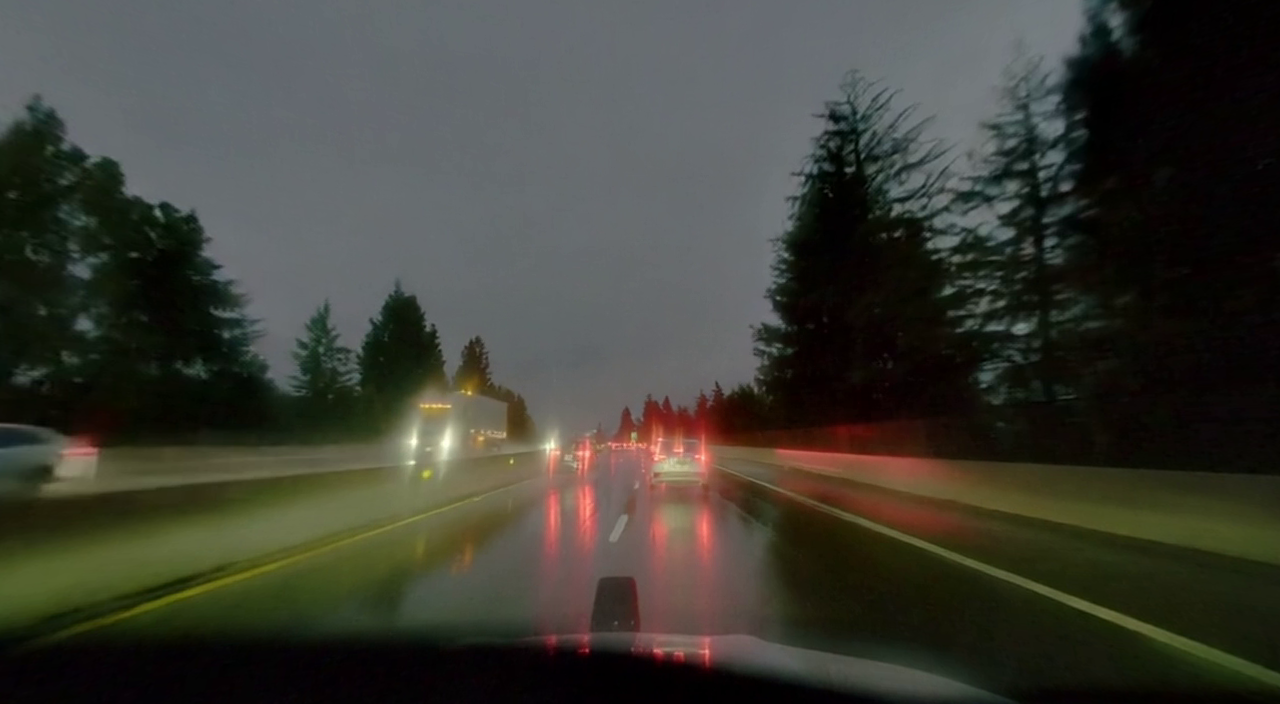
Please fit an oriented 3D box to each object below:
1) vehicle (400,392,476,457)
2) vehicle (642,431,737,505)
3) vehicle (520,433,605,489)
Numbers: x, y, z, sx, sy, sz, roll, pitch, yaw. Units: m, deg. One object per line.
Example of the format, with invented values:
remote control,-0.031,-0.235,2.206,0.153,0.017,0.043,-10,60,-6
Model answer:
vehicle,-13.458,4.952,42.589,2.979,4.027,6.468,0,-8,0
vehicle,1.089,2.894,16.246,2.055,1.566,5.046,-1,-8,0
vehicle,-2.334,3.432,20.176,2.178,1.559,4.254,0,-8,0
